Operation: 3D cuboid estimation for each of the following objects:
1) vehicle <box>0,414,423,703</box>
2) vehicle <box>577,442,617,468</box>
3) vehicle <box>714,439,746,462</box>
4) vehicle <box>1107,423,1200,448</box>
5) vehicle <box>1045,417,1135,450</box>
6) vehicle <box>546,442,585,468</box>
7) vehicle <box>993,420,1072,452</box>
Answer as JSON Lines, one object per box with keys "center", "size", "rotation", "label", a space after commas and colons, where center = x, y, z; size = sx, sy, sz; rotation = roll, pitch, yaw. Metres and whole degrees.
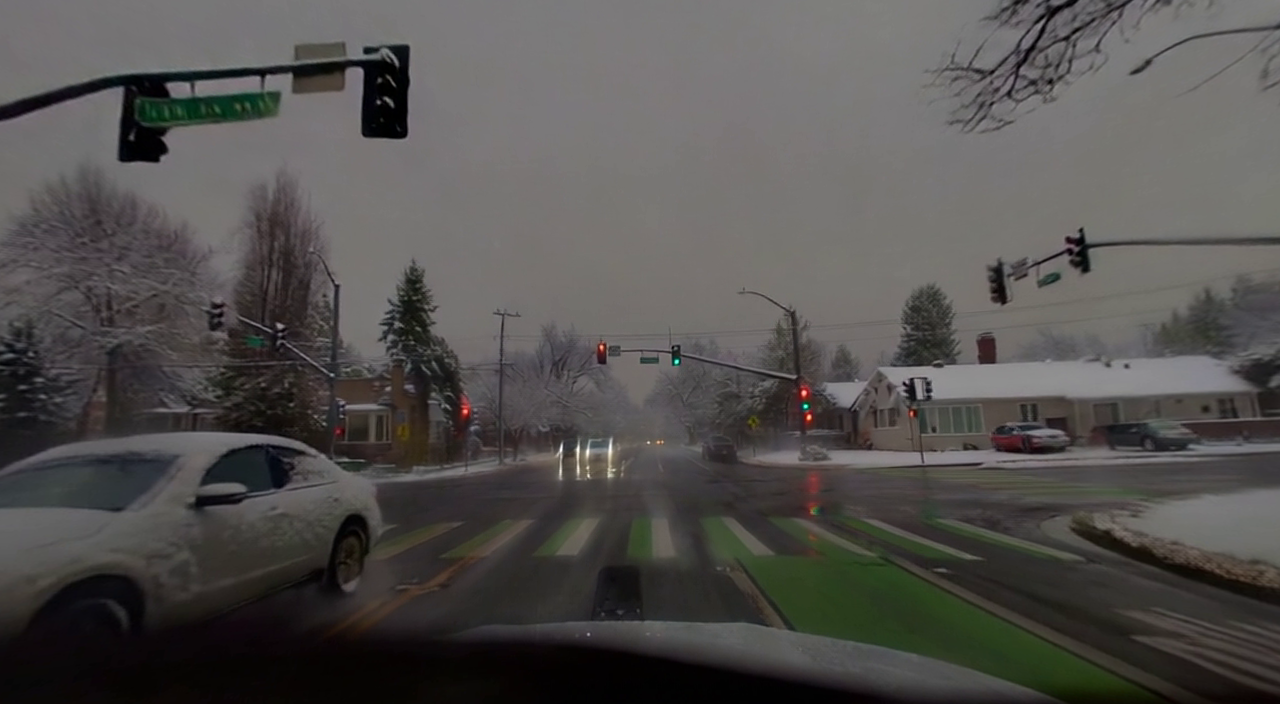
{"center": [-3.371, 1.296, 4.408], "size": [1.904, 1.489, 4.746], "rotation": [-1, -8, 1], "label": "vehicle"}
{"center": [-2.596, 6.363, 38.964], "size": [1.982, 1.472, 4.103], "rotation": [-1, -8, 3], "label": "vehicle"}
{"center": [6.613, 7.316, 46.723], "size": [1.891, 1.584, 3.802], "rotation": [-1, -8, 2], "label": "vehicle"}
{"center": [30.507, 5.018, 37.600], "size": [1.837, 1.396, 4.695], "rotation": [-1, -8, 3], "label": "vehicle"}
{"center": [26.698, 4.931, 37.559], "size": [2.033, 1.821, 4.542], "rotation": [-1, -8, 2], "label": "vehicle"}
{"center": [-5.187, 7.268, 44.539], "size": [1.982, 1.686, 4.195], "rotation": [-1, -8, 4], "label": "vehicle"}
{"center": [23.529, 5.114, 37.932], "size": [1.964, 1.759, 4.583], "rotation": [-1, -8, 3], "label": "vehicle"}
